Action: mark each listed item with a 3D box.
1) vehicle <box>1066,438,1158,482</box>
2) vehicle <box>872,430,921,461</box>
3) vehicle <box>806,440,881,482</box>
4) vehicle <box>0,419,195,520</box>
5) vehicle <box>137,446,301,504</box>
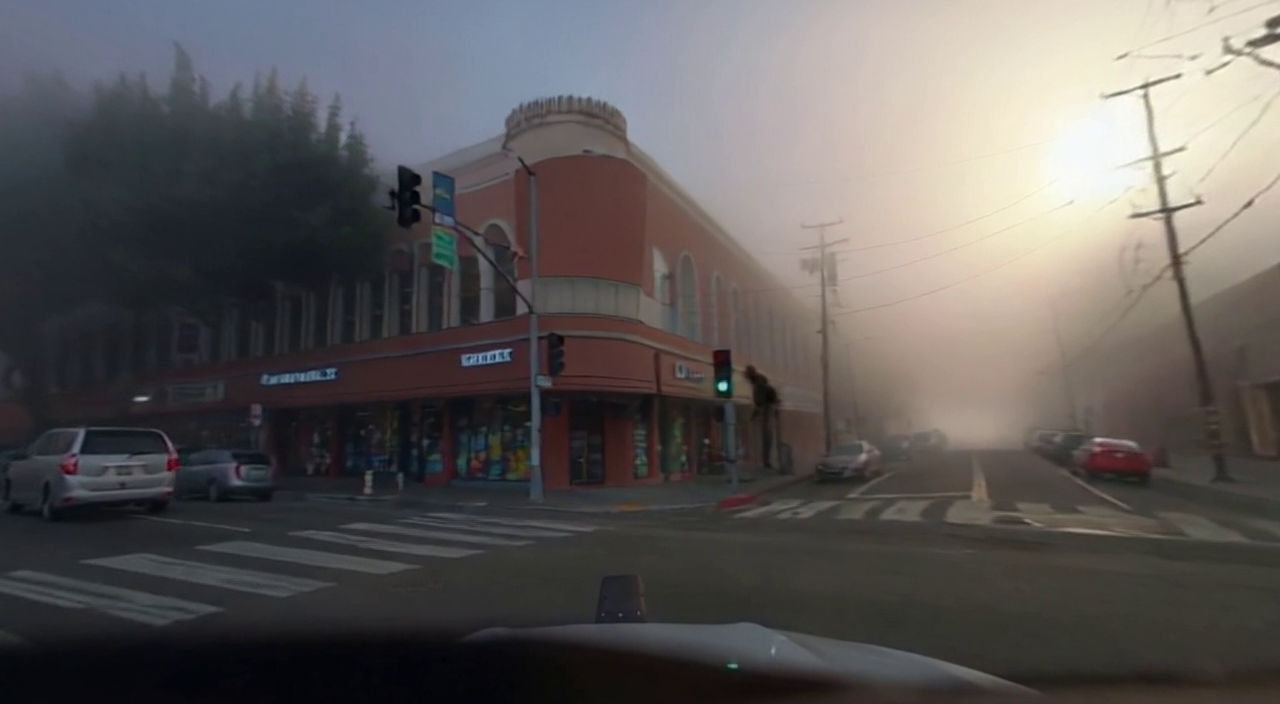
[{"bbox_3d":[17.975,4.104,24.291,2.062,1.526,3.989,-4,-9,26],"label":"vehicle"},{"bbox_3d":[17.958,6.589,44.080,2.510,1.859,5.449,-5,-12,27],"label":"vehicle"},{"bbox_3d":[8.739,4.575,26.903,2.179,1.596,4.286,-5,-9,29],"label":"vehicle"},{"bbox_3d":[-12.508,2.548,14.201,4.611,1.882,2.440,-6,-10,33],"label":"vehicle"},{"bbox_3d":[-12.838,3.658,19.242,4.703,1.550,2.059,-5,-9,28],"label":"vehicle"}]
